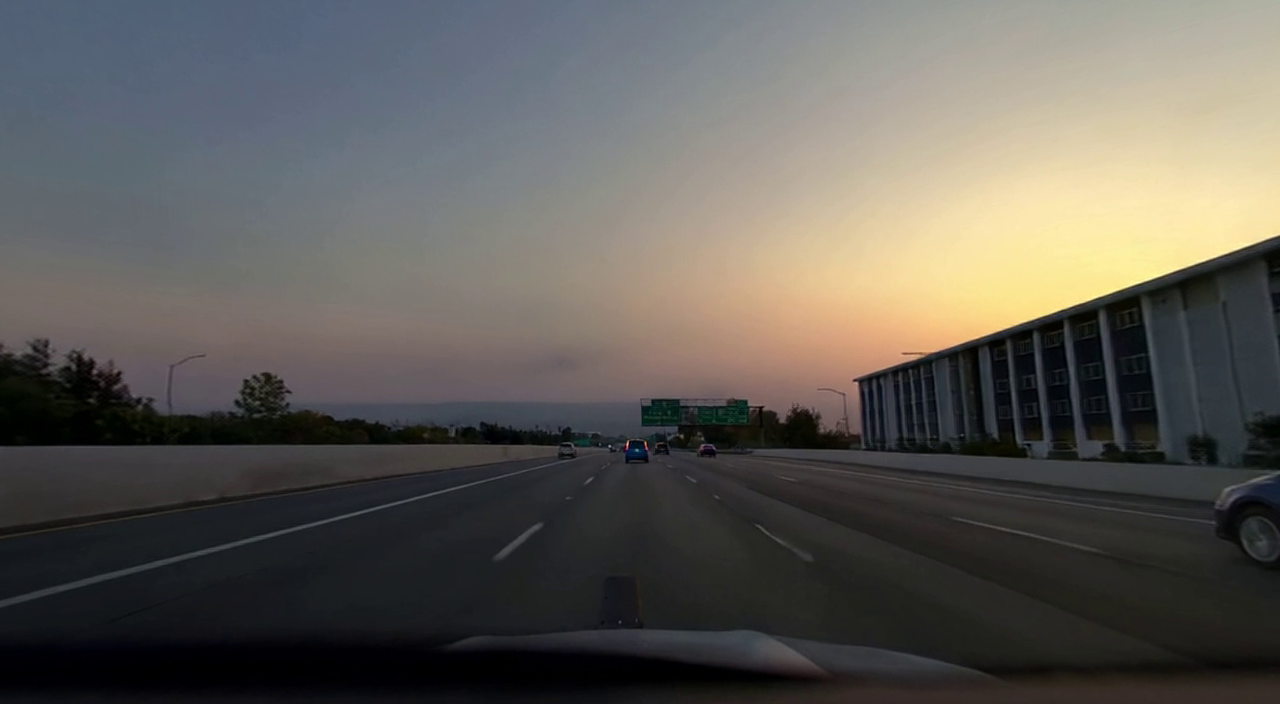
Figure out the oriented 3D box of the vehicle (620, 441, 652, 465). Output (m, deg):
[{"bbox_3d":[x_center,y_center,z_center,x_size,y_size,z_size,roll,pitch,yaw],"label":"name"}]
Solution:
[{"bbox_3d":[-0.249,6.744,42.125,2.036,1.542,3.891,0,-8,0],"label":"vehicle"}]
